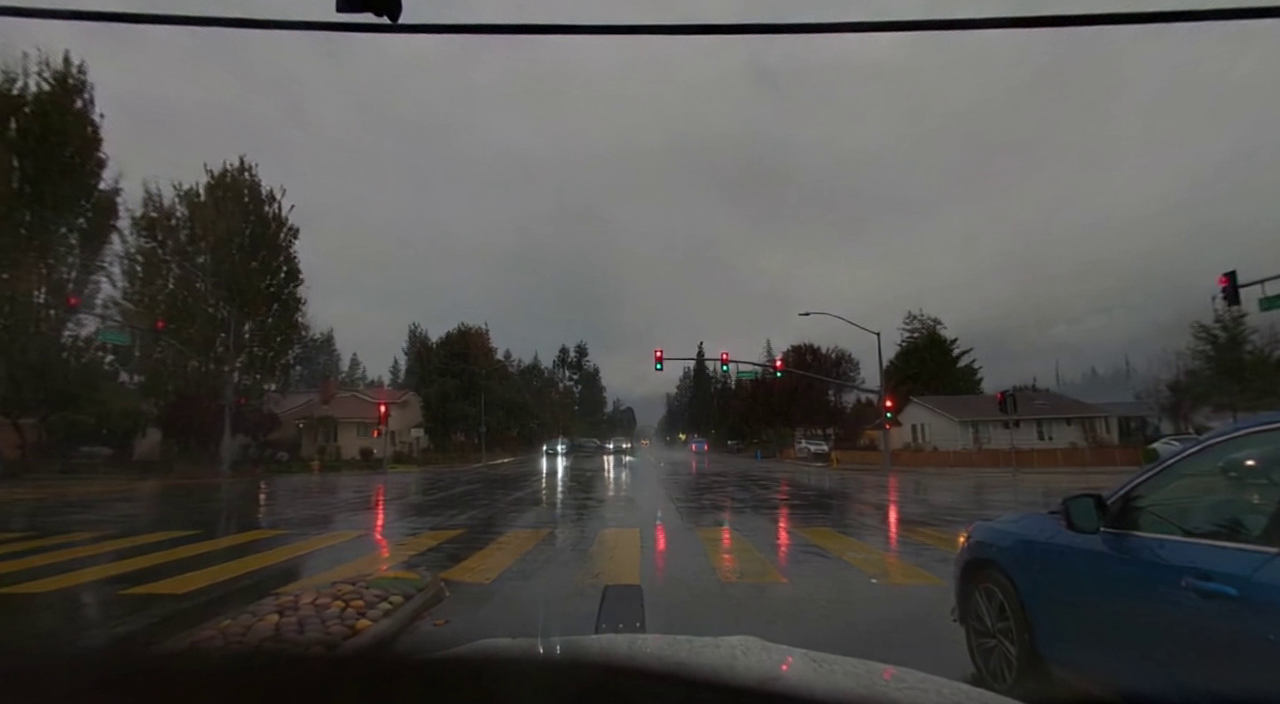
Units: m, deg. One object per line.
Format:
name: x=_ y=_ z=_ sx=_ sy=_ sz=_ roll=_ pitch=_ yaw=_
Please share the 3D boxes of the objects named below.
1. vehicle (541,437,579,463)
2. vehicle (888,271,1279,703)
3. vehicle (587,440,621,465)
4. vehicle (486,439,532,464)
vehicle: x=-5.546 y=6.896 z=44.378 sx=2.091 sy=1.707 sz=4.157 roll=0 pitch=-9 yaw=1
vehicle: x=2.717 y=0.712 z=1.741 sx=2.085 sy=1.800 sz=4.908 roll=0 pitch=-9 yaw=0
vehicle: x=-2.314 y=6.535 z=41.164 sx=2.046 sy=1.491 sz=4.118 roll=0 pitch=-9 yaw=-1
vehicle: x=-8.955 y=6.861 z=43.629 sx=2.028 sy=1.654 sz=5.027 roll=0 pitch=-9 yaw=1
